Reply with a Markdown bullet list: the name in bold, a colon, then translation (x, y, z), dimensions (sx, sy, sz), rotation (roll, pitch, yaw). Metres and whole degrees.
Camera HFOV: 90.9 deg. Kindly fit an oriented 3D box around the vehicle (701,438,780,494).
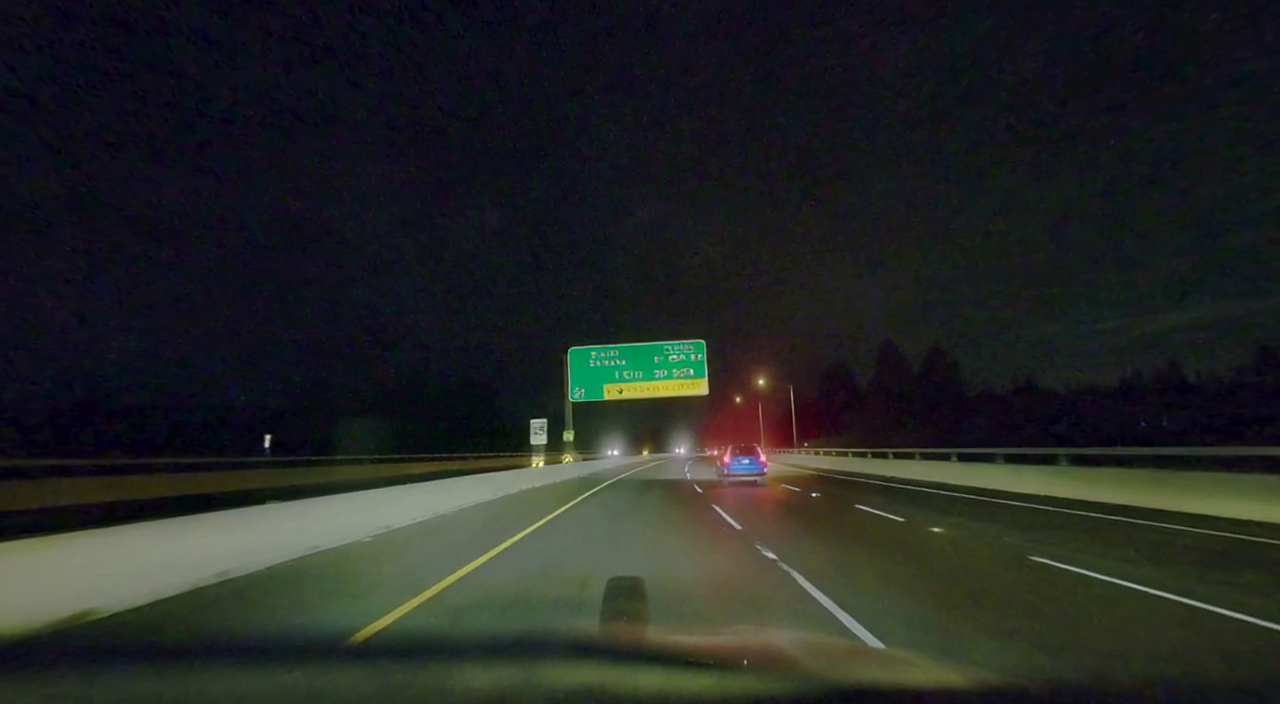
- **vehicle**: translation (3.412, 3.948, 22.242), dimensions (2.143, 1.730, 4.303), rotation (0, -9, 1)
